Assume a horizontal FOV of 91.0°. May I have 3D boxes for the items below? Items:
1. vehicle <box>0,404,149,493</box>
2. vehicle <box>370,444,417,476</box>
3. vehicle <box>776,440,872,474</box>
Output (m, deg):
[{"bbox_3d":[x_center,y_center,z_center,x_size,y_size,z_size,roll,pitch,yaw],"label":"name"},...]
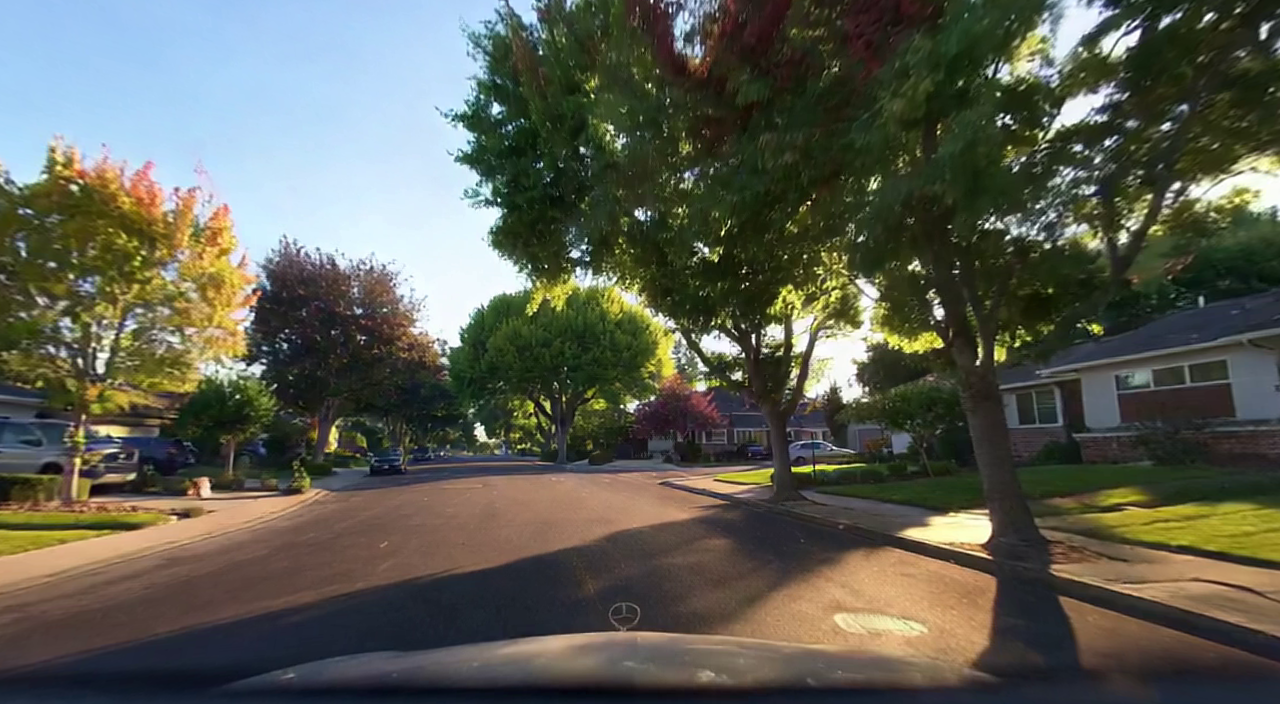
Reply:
[{"bbox_3d":[-16.473,2.423,15.798,5.907,2.064,2.507,1,-9,-9],"label":"vehicle"},{"bbox_3d":[-13.394,5.895,34.426,1.938,1.499,4.290,-1,-9,-15],"label":"vehicle"},{"bbox_3d":[10.519,5.948,36.020,4.933,1.817,2.014,3,-8,-18],"label":"vehicle"}]
